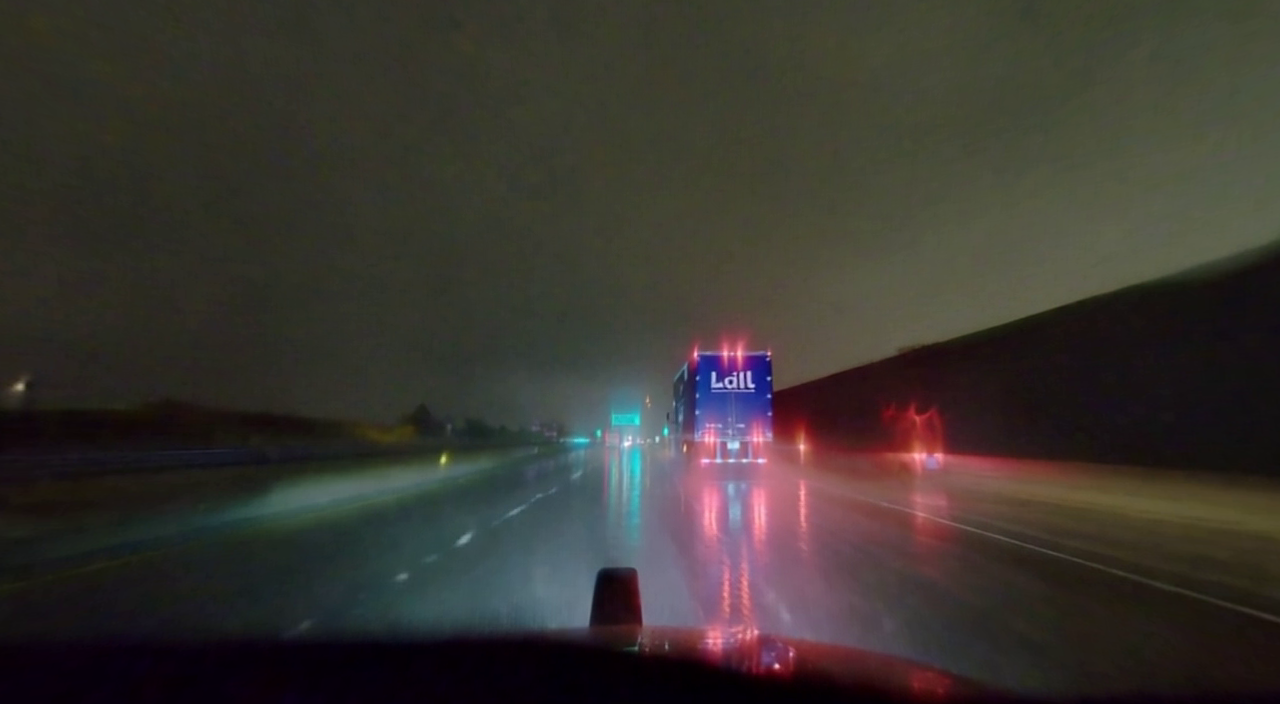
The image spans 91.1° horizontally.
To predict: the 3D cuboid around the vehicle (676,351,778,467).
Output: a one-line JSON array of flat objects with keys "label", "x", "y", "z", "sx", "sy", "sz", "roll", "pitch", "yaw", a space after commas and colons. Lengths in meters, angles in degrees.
[{"label": "vehicle", "x": 3.582, "y": 3.043, "z": 30.252, "sx": 3.034, "sy": 4.194, "sz": 14.704, "roll": 0, "pitch": -8, "yaw": 1}]
